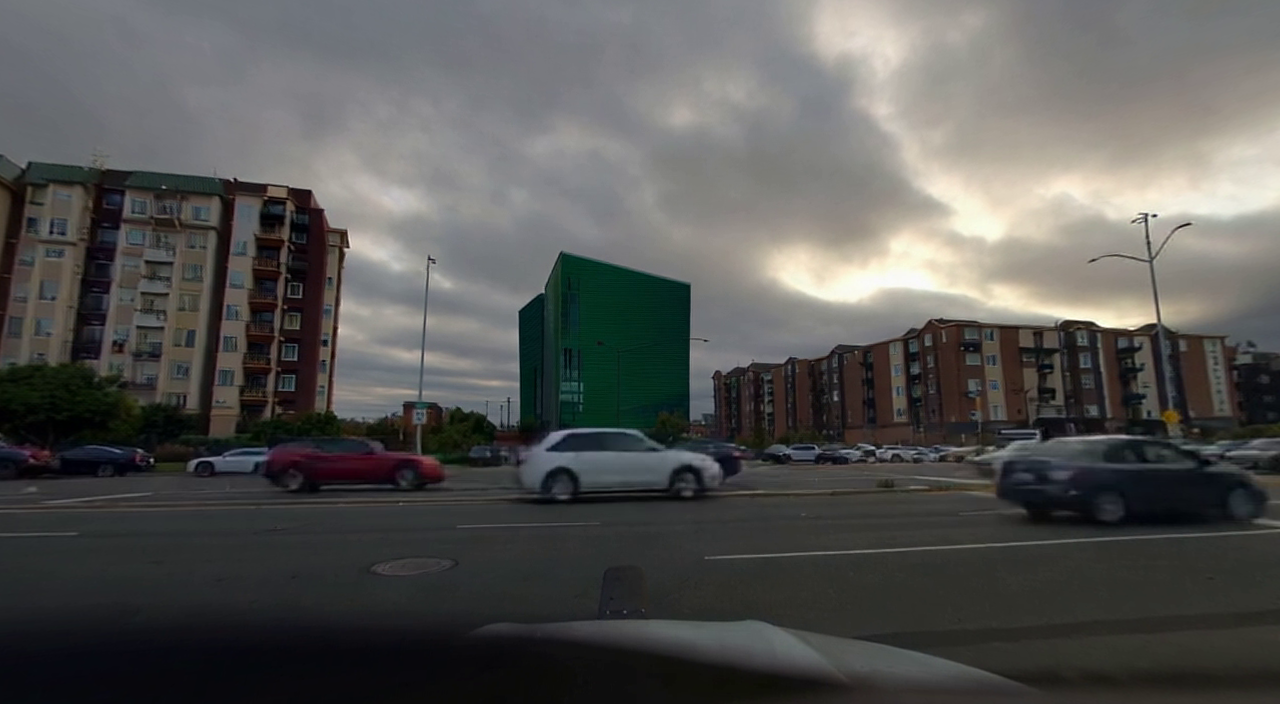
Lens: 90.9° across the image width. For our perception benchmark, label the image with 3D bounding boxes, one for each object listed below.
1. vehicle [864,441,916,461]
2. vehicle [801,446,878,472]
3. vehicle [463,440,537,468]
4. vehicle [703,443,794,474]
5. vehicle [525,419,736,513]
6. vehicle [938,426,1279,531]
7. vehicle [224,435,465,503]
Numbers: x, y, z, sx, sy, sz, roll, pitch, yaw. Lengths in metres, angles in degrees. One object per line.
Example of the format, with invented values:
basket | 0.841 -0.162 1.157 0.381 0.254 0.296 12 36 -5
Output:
vehicle | 19.644 7.796 49.697 2.133 1.494 4.108 1 -8 -5
vehicle | 12.606 6.769 39.971 4.215 1.575 1.884 2 -9 -12
vehicle | -10.291 7.500 46.474 4.920 1.956 1.865 -2 -9 14
vehicle | 6.612 6.519 38.708 5.127 1.803 2.011 1 -9 -9
vehicle | -0.279 2.269 12.837 4.011 1.697 1.857 1 -9 -10
vehicle | 7.896 2.067 10.739 4.685 1.528 2.014 1 -9 -9
vehicle | -6.800 2.747 15.066 4.795 1.465 1.882 1 -9 -8
